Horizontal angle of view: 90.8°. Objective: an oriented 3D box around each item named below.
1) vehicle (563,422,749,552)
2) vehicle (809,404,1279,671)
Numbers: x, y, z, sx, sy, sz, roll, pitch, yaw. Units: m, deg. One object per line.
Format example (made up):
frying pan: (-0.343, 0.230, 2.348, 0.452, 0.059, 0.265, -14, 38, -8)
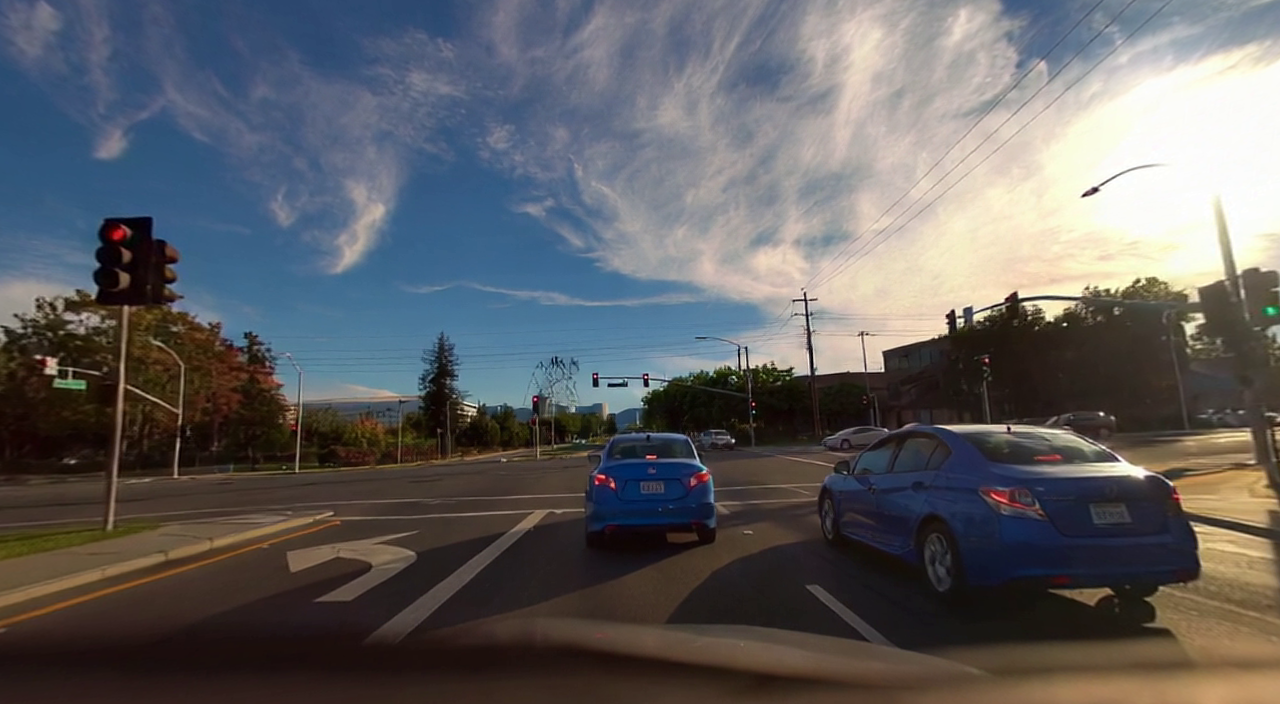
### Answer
vehicle: (0.178, 1.821, 9.169, 2.110, 1.466, 3.860, 0, -8, 0)
vehicle: (3.109, 1.332, 5.663, 2.004, 1.448, 4.263, 0, -8, 0)
